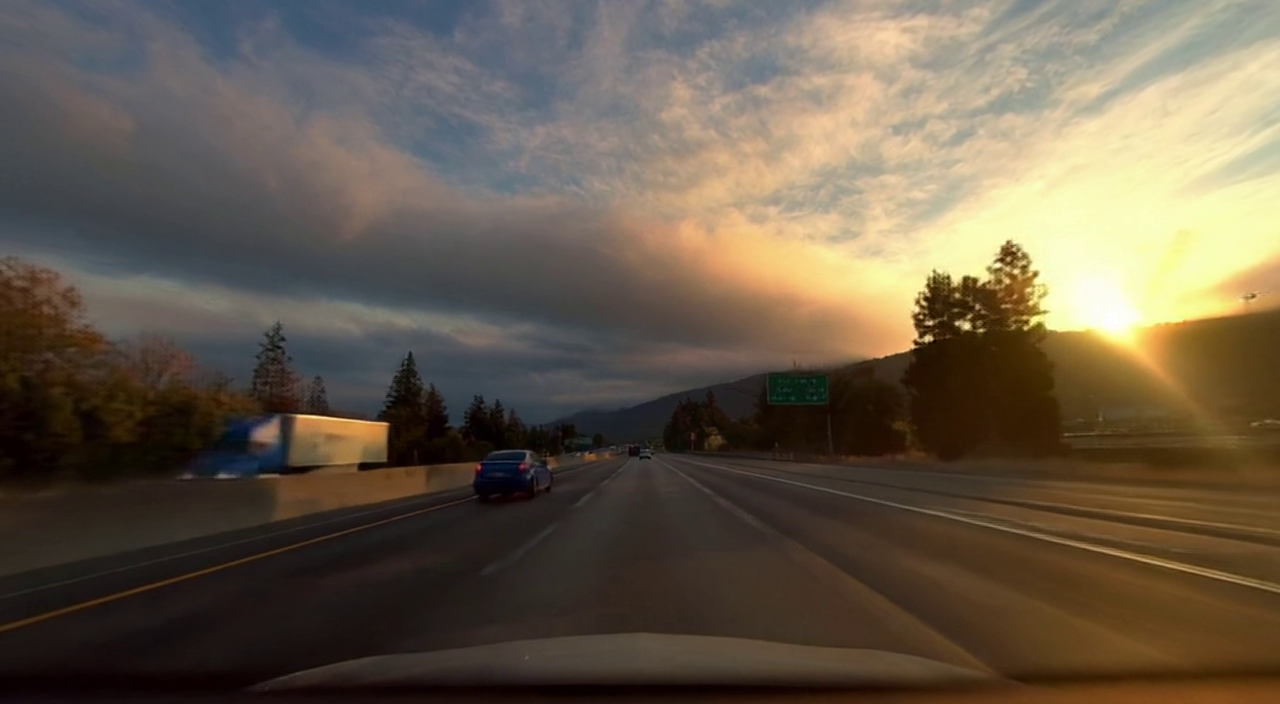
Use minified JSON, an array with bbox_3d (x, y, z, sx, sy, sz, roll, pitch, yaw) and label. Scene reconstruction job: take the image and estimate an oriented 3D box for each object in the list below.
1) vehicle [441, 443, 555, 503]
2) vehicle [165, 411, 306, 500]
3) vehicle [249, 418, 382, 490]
[{"bbox_3d":[-4.022,3.541,18.969,2.128,1.521,5.409,0,-9,1],"label":"vehicle"},{"bbox_3d":[-19.971,5.182,31.671,2.981,3.978,5.949,0,-9,-1],"label":"vehicle"},{"bbox_3d":[-16.176,5.199,32.190,2.671,3.197,7.582,0,-9,0],"label":"vehicle"}]
